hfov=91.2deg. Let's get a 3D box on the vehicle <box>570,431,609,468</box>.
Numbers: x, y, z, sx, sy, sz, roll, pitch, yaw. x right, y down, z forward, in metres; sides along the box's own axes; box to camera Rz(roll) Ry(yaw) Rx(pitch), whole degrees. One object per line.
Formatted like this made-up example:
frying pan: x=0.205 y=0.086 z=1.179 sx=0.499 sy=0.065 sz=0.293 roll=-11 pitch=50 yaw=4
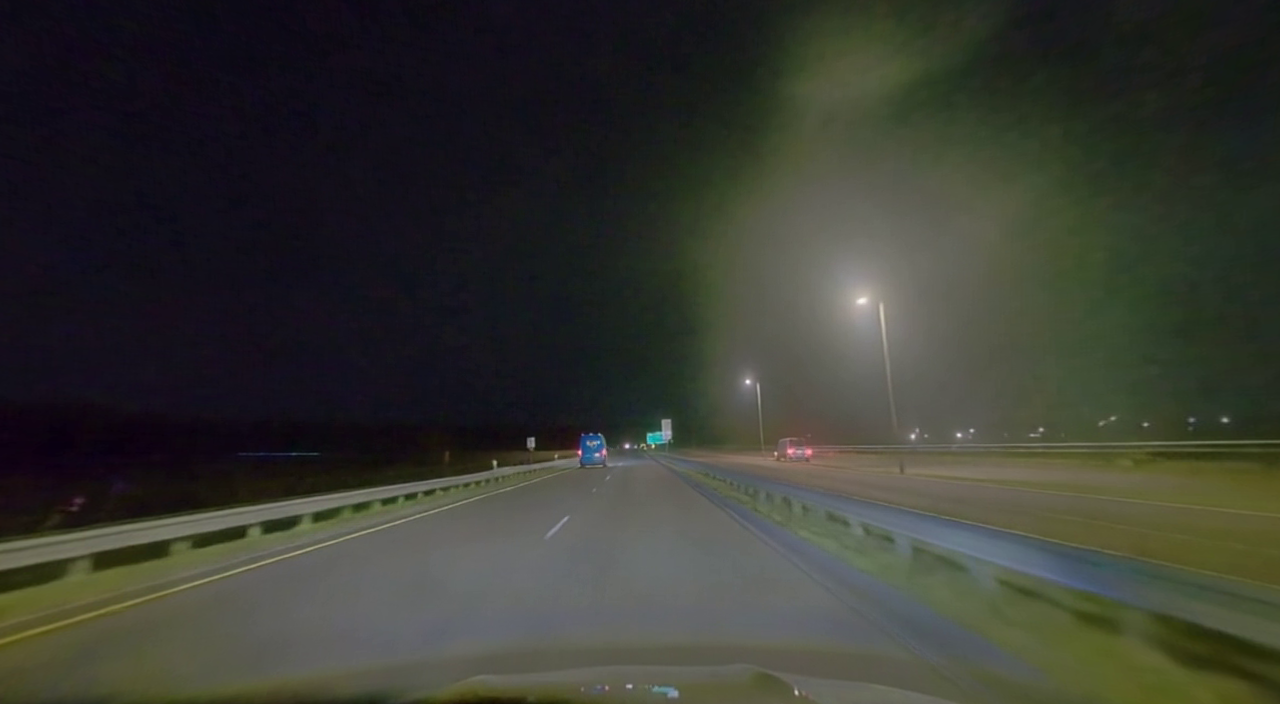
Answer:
vehicle: x=-3.773 y=7.495 z=48.300 sx=2.463 sy=2.640 sz=7.034 roll=0 pitch=-9 yaw=0
